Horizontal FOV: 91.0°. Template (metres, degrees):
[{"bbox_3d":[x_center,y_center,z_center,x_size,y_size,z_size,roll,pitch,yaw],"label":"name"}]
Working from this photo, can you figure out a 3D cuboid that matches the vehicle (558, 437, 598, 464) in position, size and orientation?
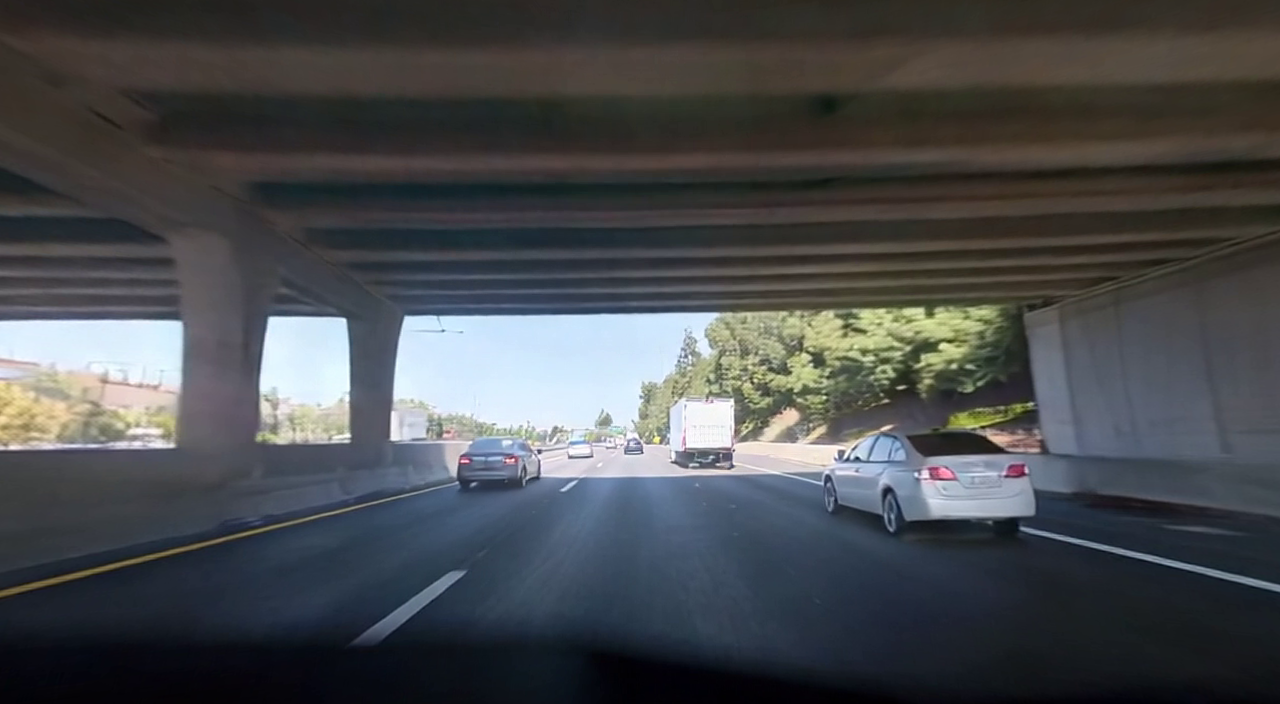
[{"bbox_3d":[-3.695,5.980,38.325,2.064,1.479,4.370,0,-8,-1],"label":"vehicle"}]

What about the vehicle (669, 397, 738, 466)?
[{"bbox_3d":[3.564,4.938,38.399,2.824,3.585,11.410,0,-8,-1],"label":"vehicle"}]

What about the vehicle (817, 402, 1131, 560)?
[{"bbox_3d":[4.079,1.637,8.682,2.001,1.625,4.088,0,-8,-1],"label":"vehicle"}]

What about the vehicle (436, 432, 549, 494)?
[{"bbox_3d":[-4.002,3.083,17.928,2.122,1.486,4.532,0,-8,0],"label":"vehicle"}]
